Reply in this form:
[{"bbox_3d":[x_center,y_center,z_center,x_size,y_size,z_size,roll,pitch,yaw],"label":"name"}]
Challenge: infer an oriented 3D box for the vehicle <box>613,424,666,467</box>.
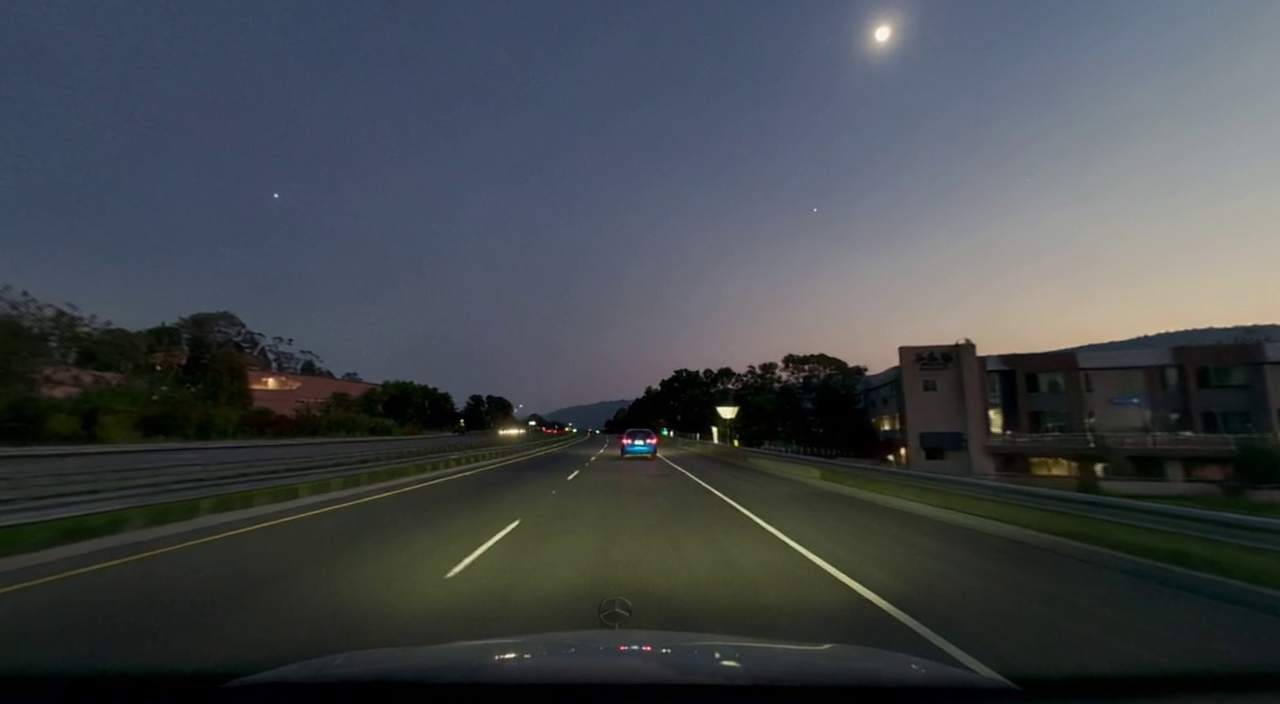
[{"bbox_3d":[-0.088,3.854,26.158,2.020,1.633,3.942,0,-8,-2],"label":"vehicle"}]
